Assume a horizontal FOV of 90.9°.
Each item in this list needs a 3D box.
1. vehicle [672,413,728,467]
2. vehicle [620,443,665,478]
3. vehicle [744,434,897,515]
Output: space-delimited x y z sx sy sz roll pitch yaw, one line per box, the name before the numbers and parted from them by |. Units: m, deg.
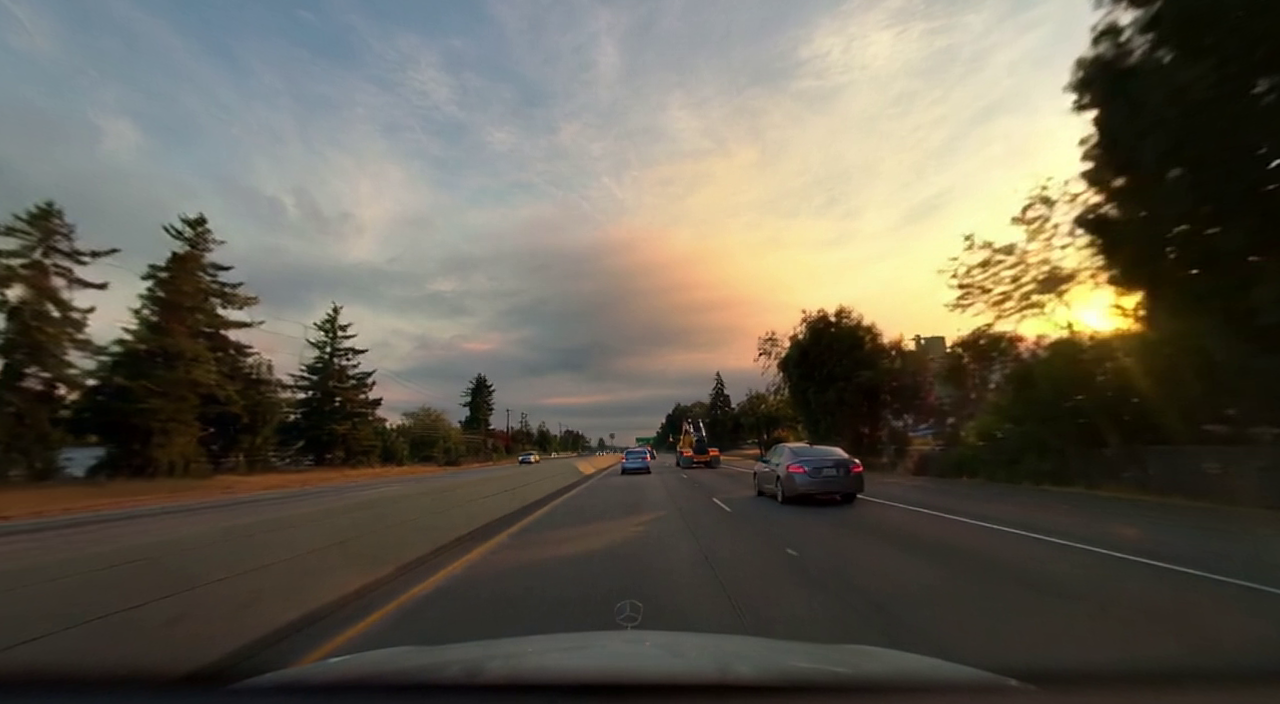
vehicle | 4.243 6.528 46.297 3.089 3.568 8.101 0 -9 -2
vehicle | 0.082 5.246 30.675 2.045 1.527 4.023 0 -9 -1
vehicle | 3.754 2.635 13.980 2.168 1.529 3.883 0 -9 -1
